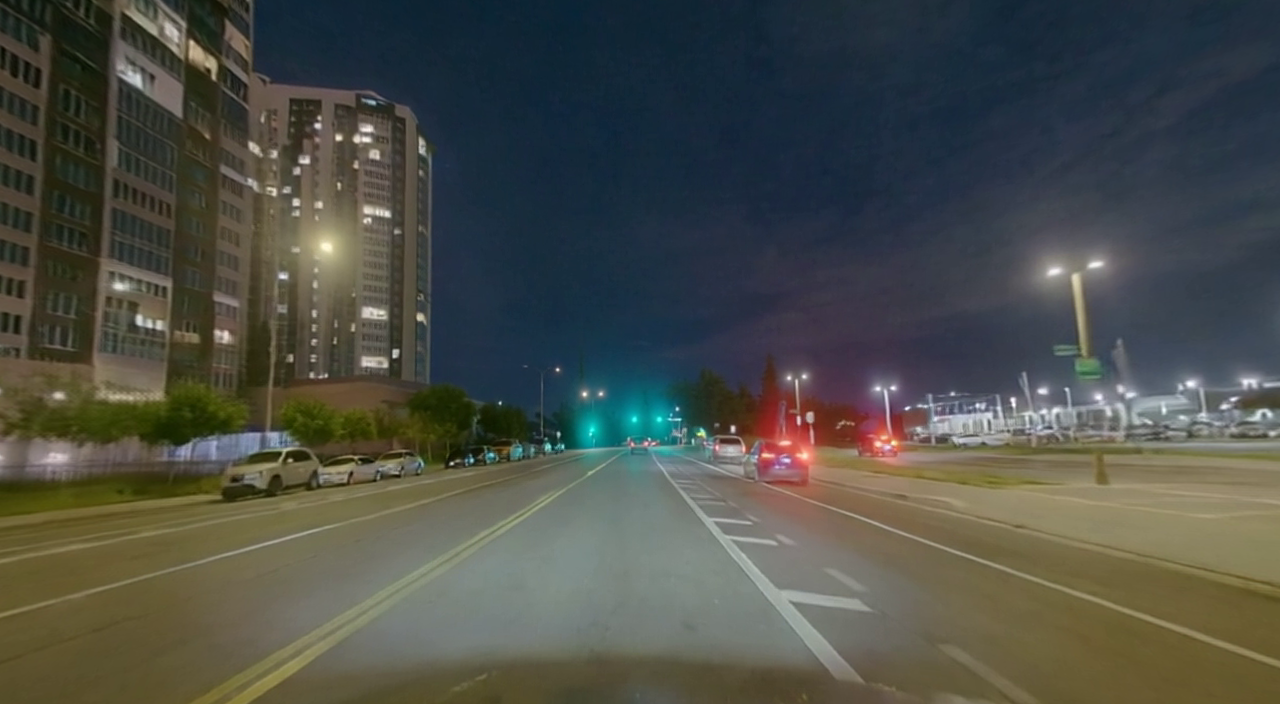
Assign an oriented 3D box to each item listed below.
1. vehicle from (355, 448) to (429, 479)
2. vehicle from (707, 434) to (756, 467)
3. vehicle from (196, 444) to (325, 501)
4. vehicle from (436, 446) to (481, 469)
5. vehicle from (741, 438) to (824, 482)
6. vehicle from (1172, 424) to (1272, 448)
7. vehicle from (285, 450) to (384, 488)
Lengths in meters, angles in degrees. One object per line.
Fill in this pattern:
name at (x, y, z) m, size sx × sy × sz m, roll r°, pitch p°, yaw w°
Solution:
vehicle at (-12.865, 5.800, 33.127) m, size 1.889 × 1.461 × 4.608 m, roll 0°, pitch -8°, yaw 2°
vehicle at (5.364, 5.806, 37.595) m, size 2.102 × 1.781 × 5.470 m, roll 0°, pitch -8°, yaw 0°
vehicle at (-12.832, 4.045, 21.736) m, size 1.908 × 1.694 × 4.306 m, roll 0°, pitch -8°, yaw -3°
vehicle at (-12.605, 7.309, 44.075) m, size 1.926 × 1.499 × 3.869 m, roll 0°, pitch -8°, yaw 0°
vehicle at (5.210, 4.010, 23.783) m, size 2.085 × 1.466 × 4.276 m, roll 0°, pitch -8°, yaw -1°
vehicle at (38.563, 5.590, 42.062) m, size 2.022 × 1.491 × 4.896 m, roll 0°, pitch -8°, yaw 1°
vehicle at (-12.926, 4.943, 27.092) m, size 1.779 × 1.433 × 4.633 m, roll 0°, pitch -8°, yaw 2°
